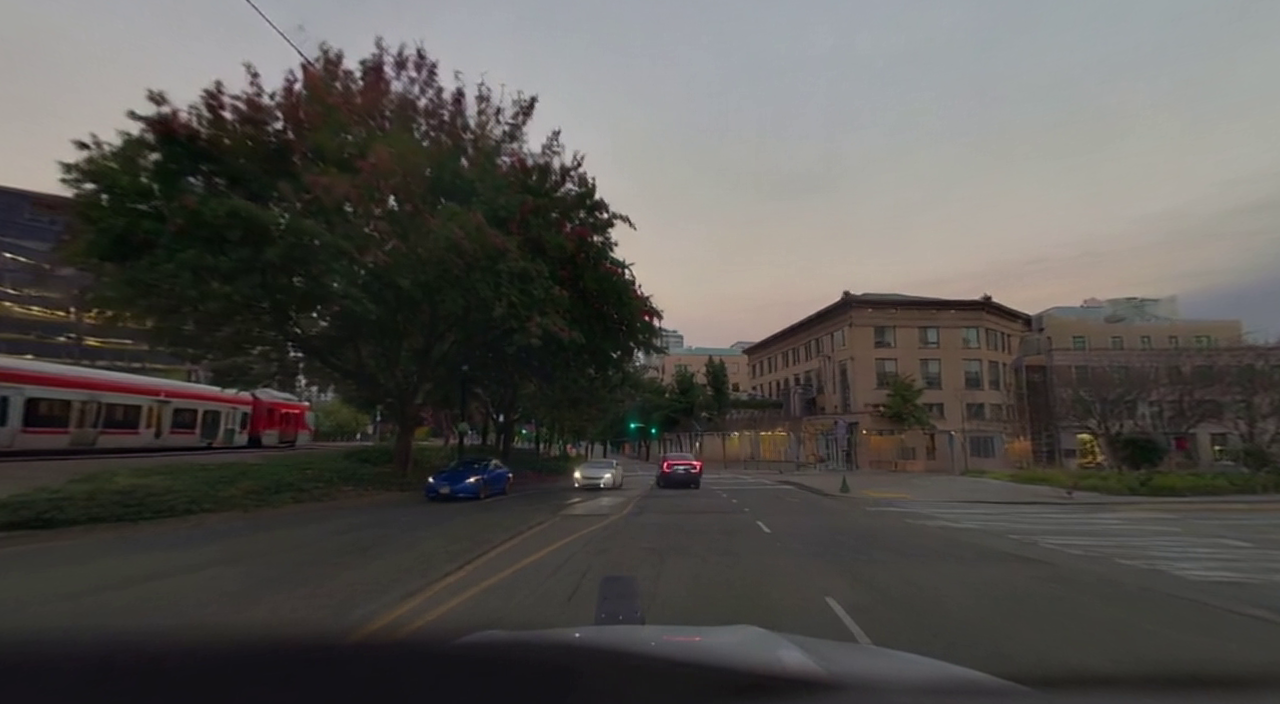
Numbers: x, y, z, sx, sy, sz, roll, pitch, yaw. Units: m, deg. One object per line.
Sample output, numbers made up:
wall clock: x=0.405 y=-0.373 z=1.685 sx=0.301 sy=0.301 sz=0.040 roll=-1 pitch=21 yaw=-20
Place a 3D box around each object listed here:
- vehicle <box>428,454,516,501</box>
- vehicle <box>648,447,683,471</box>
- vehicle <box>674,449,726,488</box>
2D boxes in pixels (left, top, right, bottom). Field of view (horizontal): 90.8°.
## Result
vehicle: x=-6.270 y=4.739 z=24.201 sx=2.042 sy=1.531 sz=4.403 roll=-1 pitch=-8 yaw=2
vehicle: x=1.924 y=8.350 z=49.451 sx=2.010 sy=1.725 sz=4.320 roll=1 pitch=-8 yaw=-8
vehicle: x=2.937 y=5.830 z=31.952 sx=2.263 sy=1.765 sz=4.237 roll=0 pitch=-8 yaw=1
